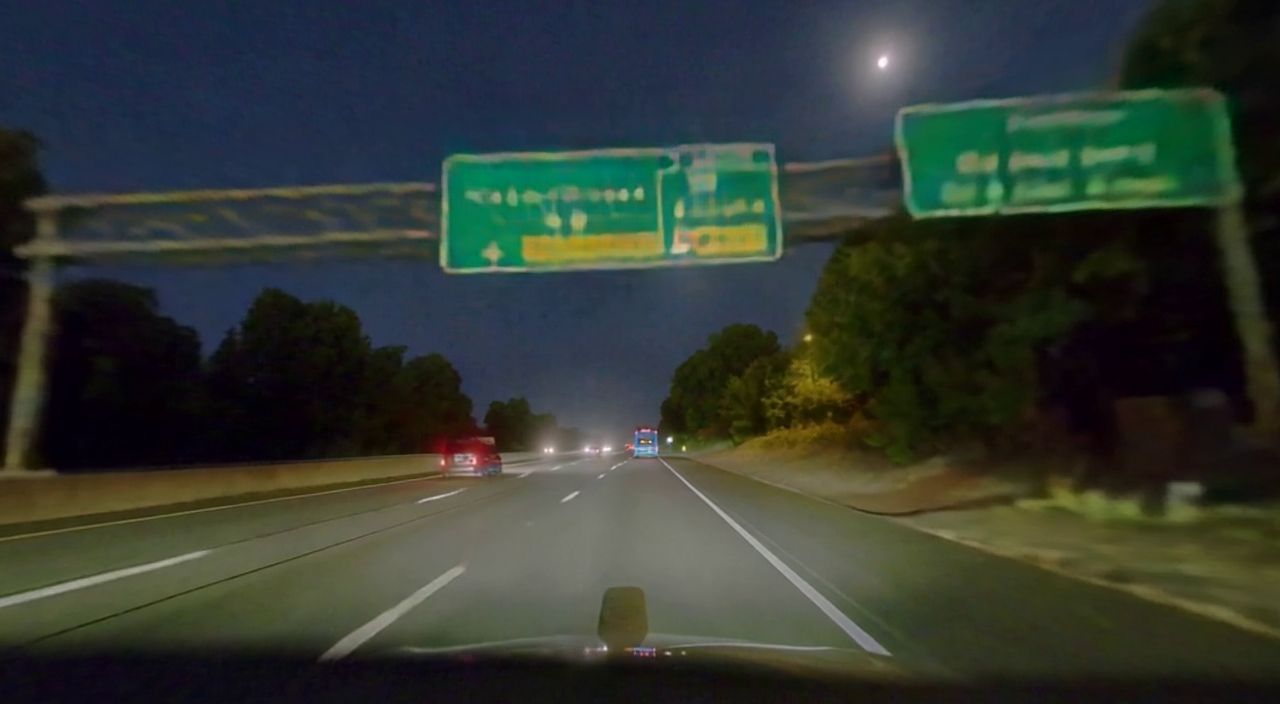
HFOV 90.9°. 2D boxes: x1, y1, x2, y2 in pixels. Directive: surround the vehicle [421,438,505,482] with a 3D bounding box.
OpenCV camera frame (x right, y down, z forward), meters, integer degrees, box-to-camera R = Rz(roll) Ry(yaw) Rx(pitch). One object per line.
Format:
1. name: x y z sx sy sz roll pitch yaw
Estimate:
1. vehicle: -7.289 4.483 26.506 2.080 1.674 4.660 0 -8 1
